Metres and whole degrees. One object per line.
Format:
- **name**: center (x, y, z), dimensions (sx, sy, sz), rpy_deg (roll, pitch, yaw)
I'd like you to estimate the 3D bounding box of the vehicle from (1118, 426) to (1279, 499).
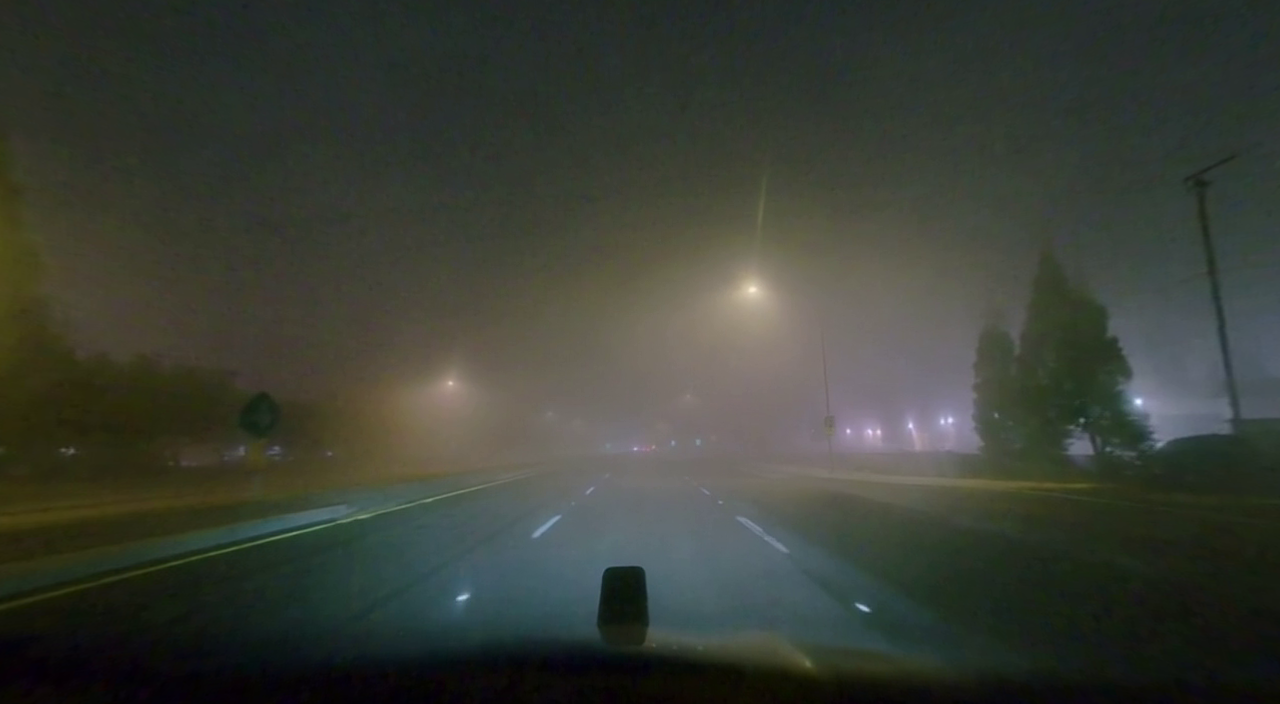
- **vehicle**: center (17.877, 3.141, 18.338), dimensions (5.770, 1.844, 2.360), rpy_deg (-3, -7, 5)
